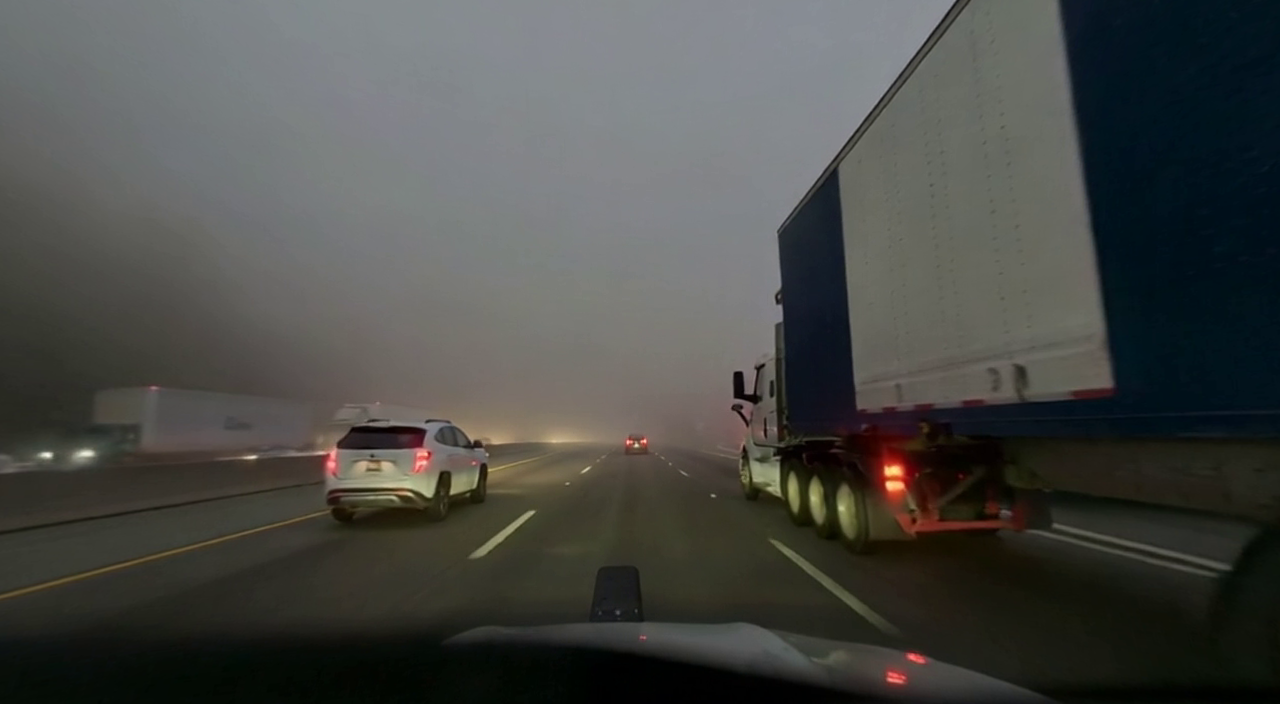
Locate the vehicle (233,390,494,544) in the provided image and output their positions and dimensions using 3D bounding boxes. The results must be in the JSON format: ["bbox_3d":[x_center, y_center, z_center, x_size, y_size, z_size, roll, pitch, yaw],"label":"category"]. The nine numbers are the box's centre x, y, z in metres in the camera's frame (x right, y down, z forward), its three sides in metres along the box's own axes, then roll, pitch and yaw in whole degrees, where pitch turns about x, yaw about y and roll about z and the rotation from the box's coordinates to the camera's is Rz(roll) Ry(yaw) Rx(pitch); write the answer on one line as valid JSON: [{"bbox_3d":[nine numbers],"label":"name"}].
[{"bbox_3d":[-3.994,1.738,10.237,2.115,1.887,4.721,0,-8,0],"label":"vehicle"}]

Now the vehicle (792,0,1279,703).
[{"bbox_3d":[3.652,-0.598,1.340,2.899,4.264,14.325,1,-8,-1],"label":"vehicle"}]

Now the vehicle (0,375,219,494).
[{"bbox_3d":[-19.763,3.109,23.817,3.208,3.879,6.222,0,-8,-1],"label":"vehicle"}]

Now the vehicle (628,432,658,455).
[{"bbox_3d":[0.190,6.547,45.306,2.051,1.528,4.265,0,-8,-1],"label":"vehicle"}]
